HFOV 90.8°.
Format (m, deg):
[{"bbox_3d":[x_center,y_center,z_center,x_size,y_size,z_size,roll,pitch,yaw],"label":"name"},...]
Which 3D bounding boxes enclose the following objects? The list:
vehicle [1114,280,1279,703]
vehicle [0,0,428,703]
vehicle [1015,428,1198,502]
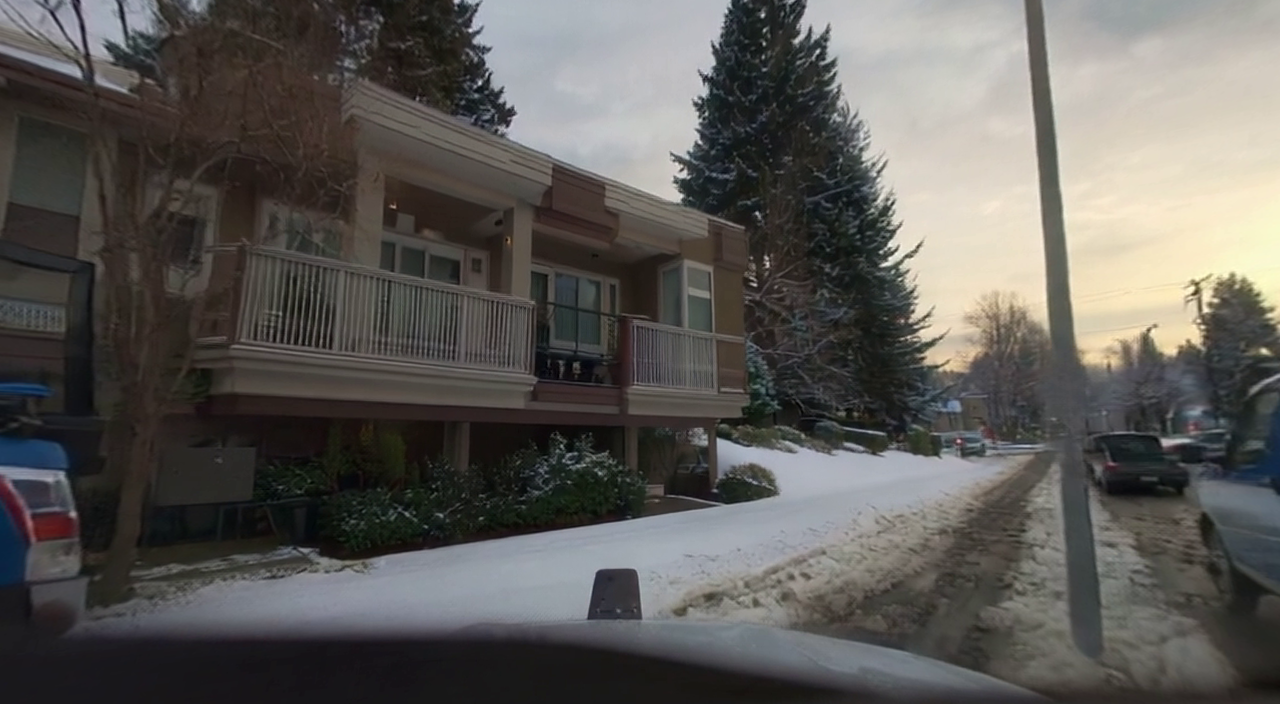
[{"bbox_3d":[4.811,0.860,3.657,2.418,2.078,5.866,-5,-10,29],"label":"vehicle"},{"bbox_3d":[-5.549,-0.507,0.210,2.998,3.659,10.517,-6,-10,34],"label":"vehicle"},{"bbox_3d":[19.290,4.584,26.419,5.872,2.468,2.864,-2,-8,38],"label":"vehicle"}]
